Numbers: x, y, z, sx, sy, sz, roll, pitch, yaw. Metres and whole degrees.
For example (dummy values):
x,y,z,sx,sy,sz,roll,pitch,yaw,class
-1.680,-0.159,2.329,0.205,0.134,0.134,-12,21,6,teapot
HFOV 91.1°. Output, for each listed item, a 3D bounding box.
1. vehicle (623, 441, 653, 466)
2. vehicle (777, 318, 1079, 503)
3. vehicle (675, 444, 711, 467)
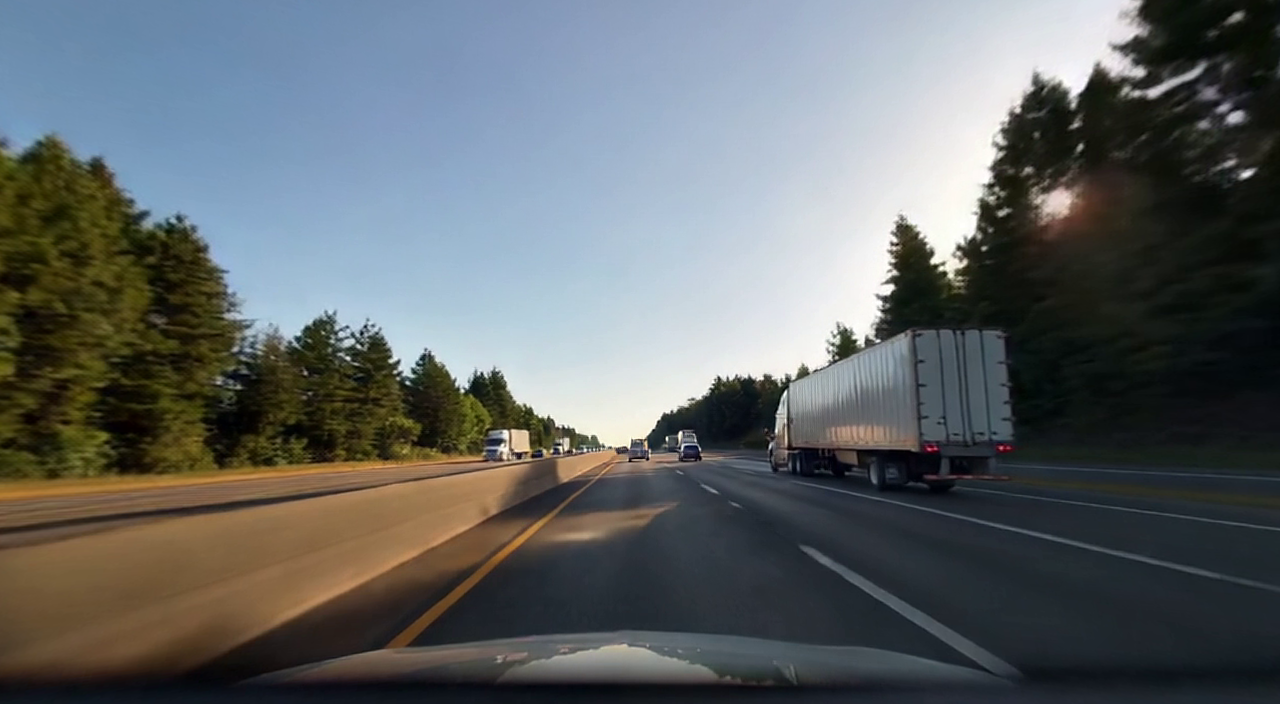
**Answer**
x,y,z,sx,sy,sz,roll,pitch,yaw,class
-0.132,7.544,46.732,2.114,1.706,4.106,0,-9,0,vehicle
7.794,2.310,20.786,3.044,4.073,14.016,0,-9,-1,vehicle
3.585,7.095,43.217,2.025,1.534,4.179,0,-9,-1,vehicle
